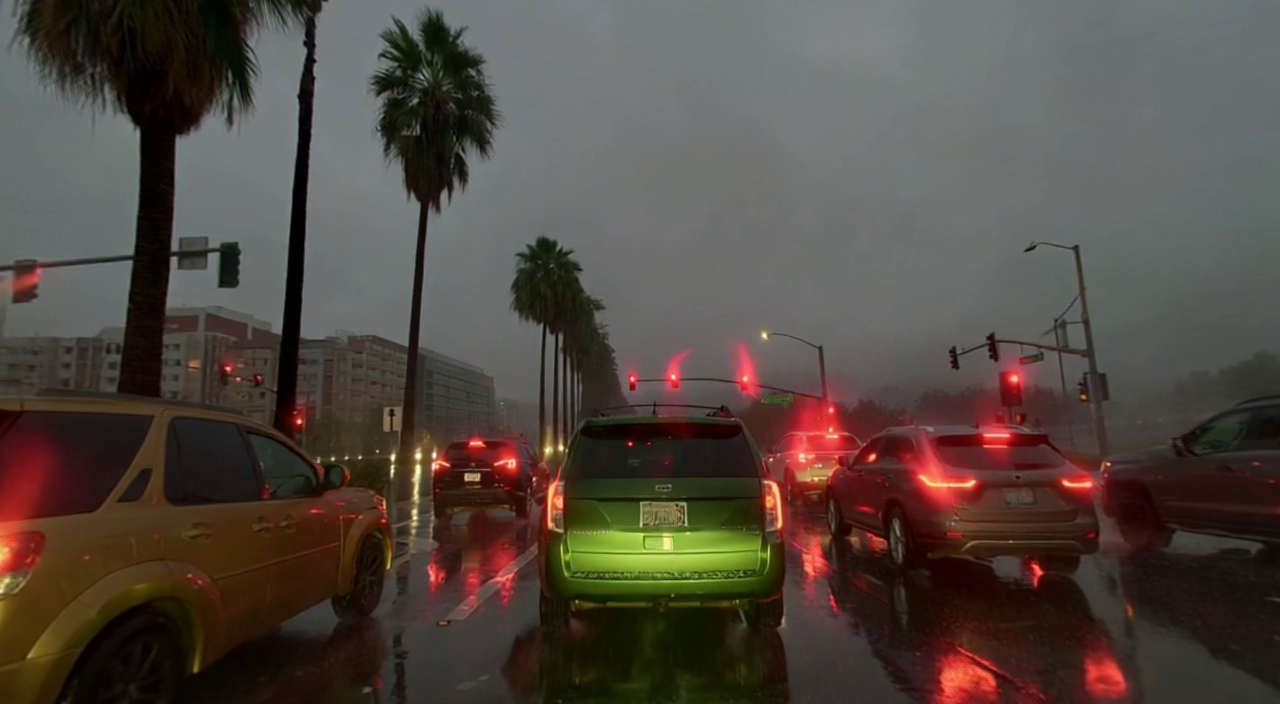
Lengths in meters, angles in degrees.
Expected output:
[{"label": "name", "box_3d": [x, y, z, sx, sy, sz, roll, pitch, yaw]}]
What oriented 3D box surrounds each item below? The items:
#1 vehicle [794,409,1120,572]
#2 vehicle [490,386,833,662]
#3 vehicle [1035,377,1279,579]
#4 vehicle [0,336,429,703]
[{"label": "vehicle", "box_3d": [4.003, 1.852, 9.293, 2.072, 1.704, 5.170, 0, -9, 0]}, {"label": "vehicle", "box_3d": [0.162, 1.373, 6.052, 2.123, 1.704, 4.128, 0, -9, 1]}, {"label": "vehicle", "box_3d": [7.327, 1.335, 6.858, 2.337, 1.925, 5.728, 0, -8, 1]}, {"label": "vehicle", "box_3d": [-3.165, 1.086, 3.902, 2.171, 1.702, 4.416, 0, -9, 0]}]
